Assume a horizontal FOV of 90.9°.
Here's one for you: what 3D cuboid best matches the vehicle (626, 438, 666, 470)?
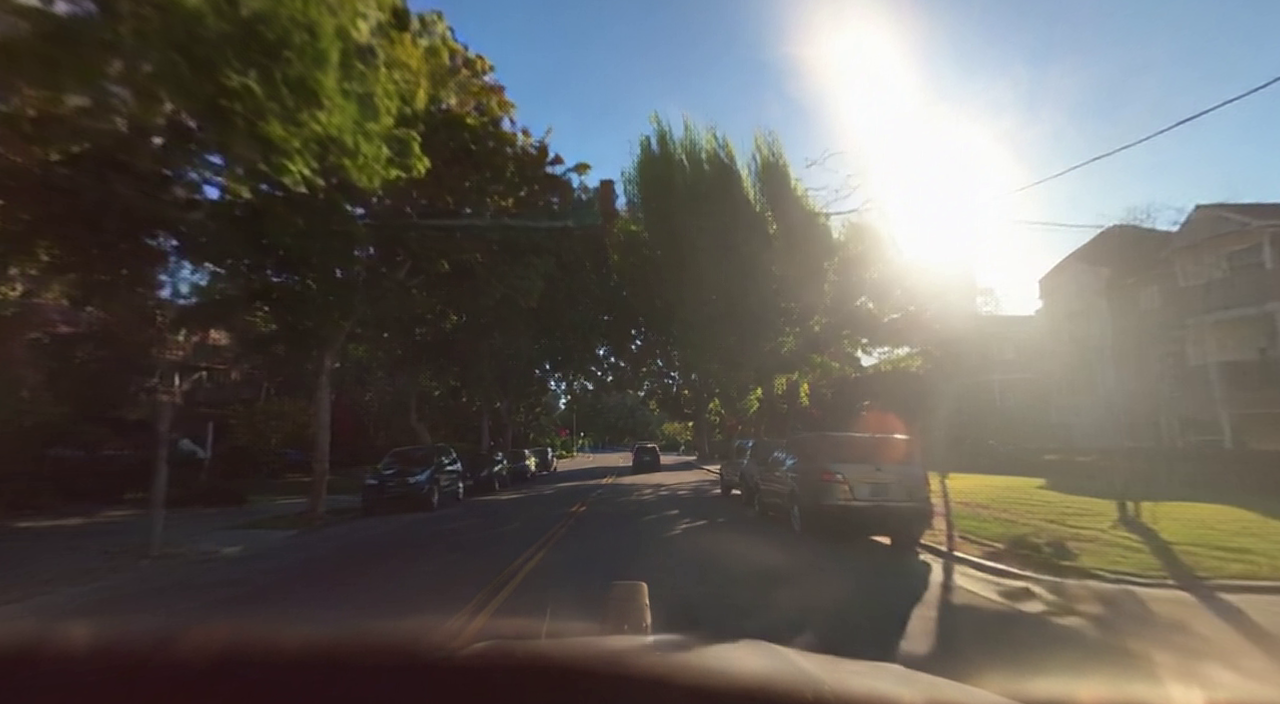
[{"bbox_3d":[0.316,5.854,36.463,2.172,1.722,4.201,0,-8,0],"label":"vehicle"}]

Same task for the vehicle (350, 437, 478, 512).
[{"bbox_3d":[-5.648,3.073,16.404,1.955,1.659,4.324,0,-8,-4],"label":"vehicle"}]

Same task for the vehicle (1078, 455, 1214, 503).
[{"bbox_3d":[21.587,5.372,27.192,1.765,1.762,4.881,0,-8,0],"label":"vehicle"}]

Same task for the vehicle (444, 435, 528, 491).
[{"bbox_3d":[-5.454,3.969,22.898,1.899,1.615,4.624,-5,-8,-1],"label":"vehicle"}]

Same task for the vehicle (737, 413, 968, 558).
[{"bbox_3d":[3.034,2.012,10.304,1.970,1.801,4.721,0,-8,-2],"label":"vehicle"}]
